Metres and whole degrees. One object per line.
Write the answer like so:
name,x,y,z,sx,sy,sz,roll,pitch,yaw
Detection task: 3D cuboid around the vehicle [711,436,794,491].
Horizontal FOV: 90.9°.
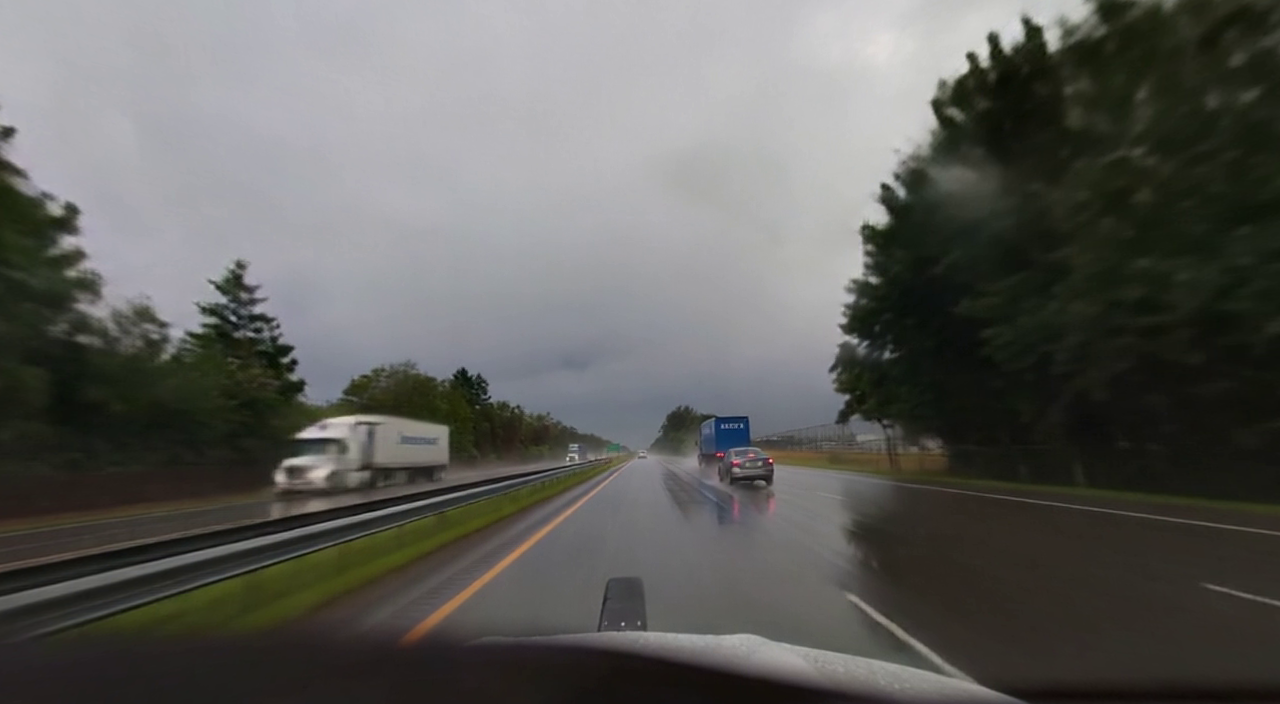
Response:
vehicle,3.886,3.939,22.537,2.093,1.742,4.167,0,-9,-1

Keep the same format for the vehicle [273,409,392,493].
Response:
vehicle,-15.400,5.039,32.193,2.984,3.868,5.911,0,-9,0
